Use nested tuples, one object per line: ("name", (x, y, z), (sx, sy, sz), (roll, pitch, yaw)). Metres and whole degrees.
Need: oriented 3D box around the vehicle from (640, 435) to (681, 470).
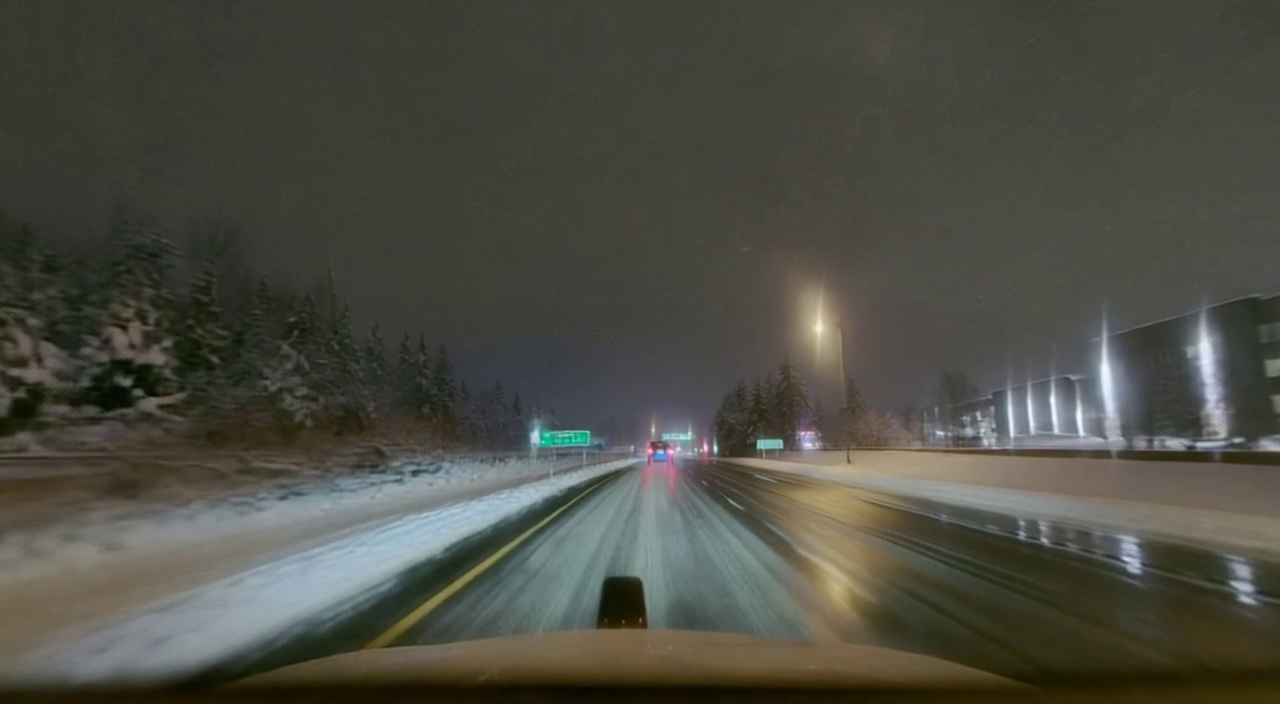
("vehicle", (1.353, 6.623, 41.438), (2.546, 2.126, 5.153), (0, -8, 2))
